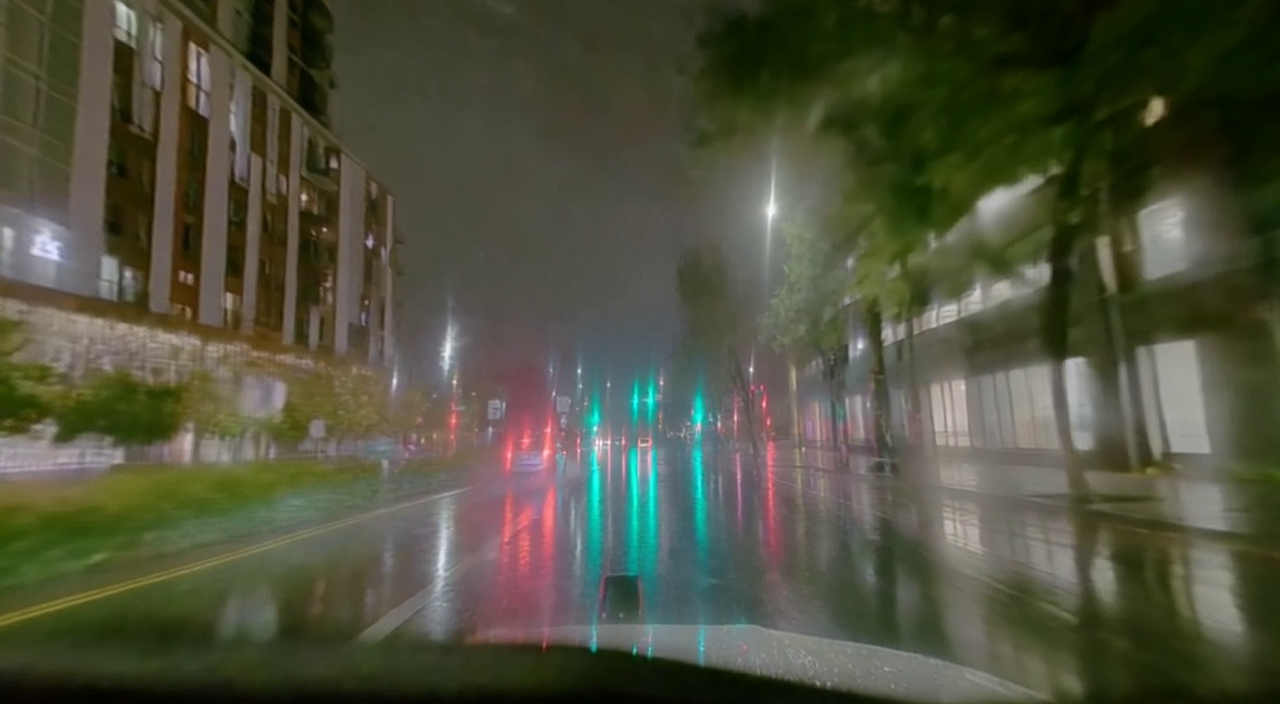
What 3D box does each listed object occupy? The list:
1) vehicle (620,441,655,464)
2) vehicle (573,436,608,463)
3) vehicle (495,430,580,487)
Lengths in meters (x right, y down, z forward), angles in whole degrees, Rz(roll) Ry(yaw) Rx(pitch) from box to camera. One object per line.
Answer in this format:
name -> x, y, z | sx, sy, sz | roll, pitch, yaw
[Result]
vehicle -> -0.144, 6.433, 40.585 | 2.095, 1.438, 3.843 | 0, -8, 0
vehicle -> -3.490, 6.982, 45.349 | 2.152, 1.802, 4.628 | 0, -8, 0
vehicle -> -3.350, 3.573, 21.566 | 2.116, 1.725, 4.315 | 0, -8, 1
